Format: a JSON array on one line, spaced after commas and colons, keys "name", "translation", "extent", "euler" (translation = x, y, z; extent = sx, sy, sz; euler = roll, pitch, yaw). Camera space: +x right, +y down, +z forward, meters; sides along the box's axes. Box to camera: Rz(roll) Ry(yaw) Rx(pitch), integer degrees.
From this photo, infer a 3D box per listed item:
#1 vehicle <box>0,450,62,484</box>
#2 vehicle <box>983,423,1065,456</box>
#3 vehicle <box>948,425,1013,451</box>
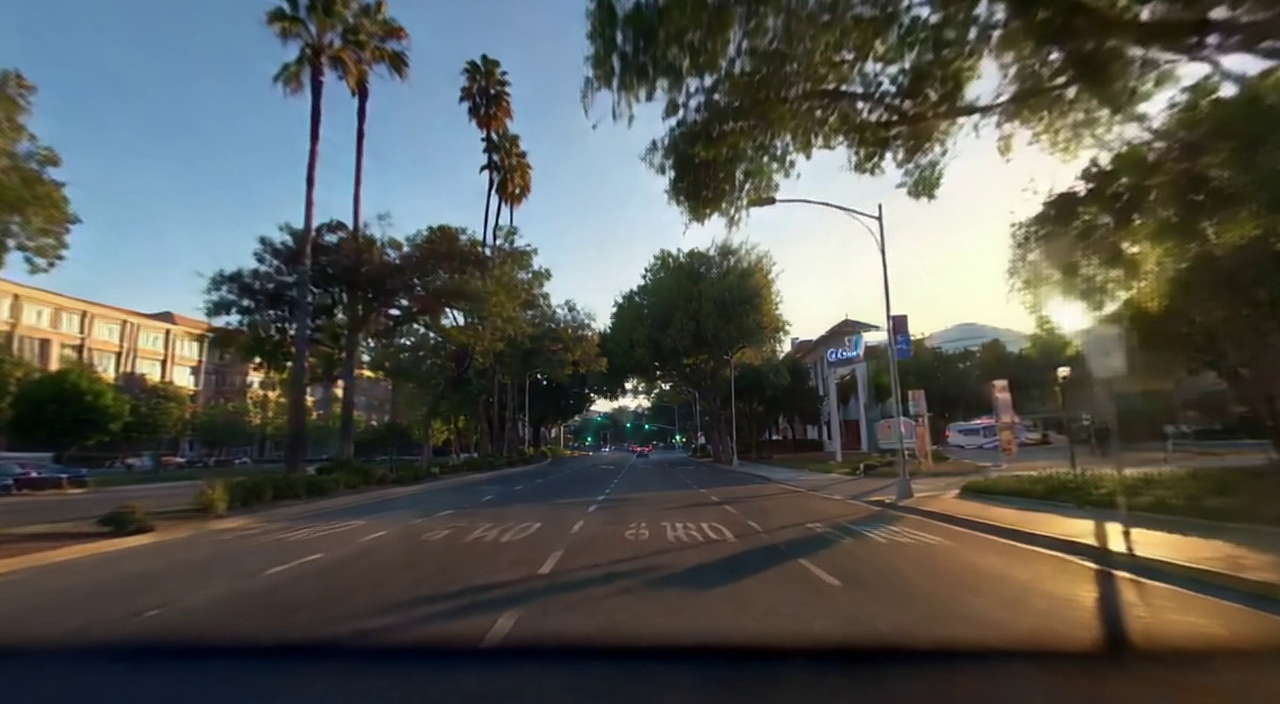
[{"name": "vehicle", "translation": [-35.685, 6.398, 35.146], "extent": [2.020, 1.768, 5.003], "euler": [-1, -8, 2]}, {"name": "vehicle", "translation": [23.133, 5.322, 38.226], "extent": [2.222, 1.818, 5.099], "euler": [-1, -9, 7]}, {"name": "vehicle", "translation": [24.865, 6.340, 46.226], "extent": [2.095, 1.692, 5.051], "euler": [-2, -10, 3]}]
